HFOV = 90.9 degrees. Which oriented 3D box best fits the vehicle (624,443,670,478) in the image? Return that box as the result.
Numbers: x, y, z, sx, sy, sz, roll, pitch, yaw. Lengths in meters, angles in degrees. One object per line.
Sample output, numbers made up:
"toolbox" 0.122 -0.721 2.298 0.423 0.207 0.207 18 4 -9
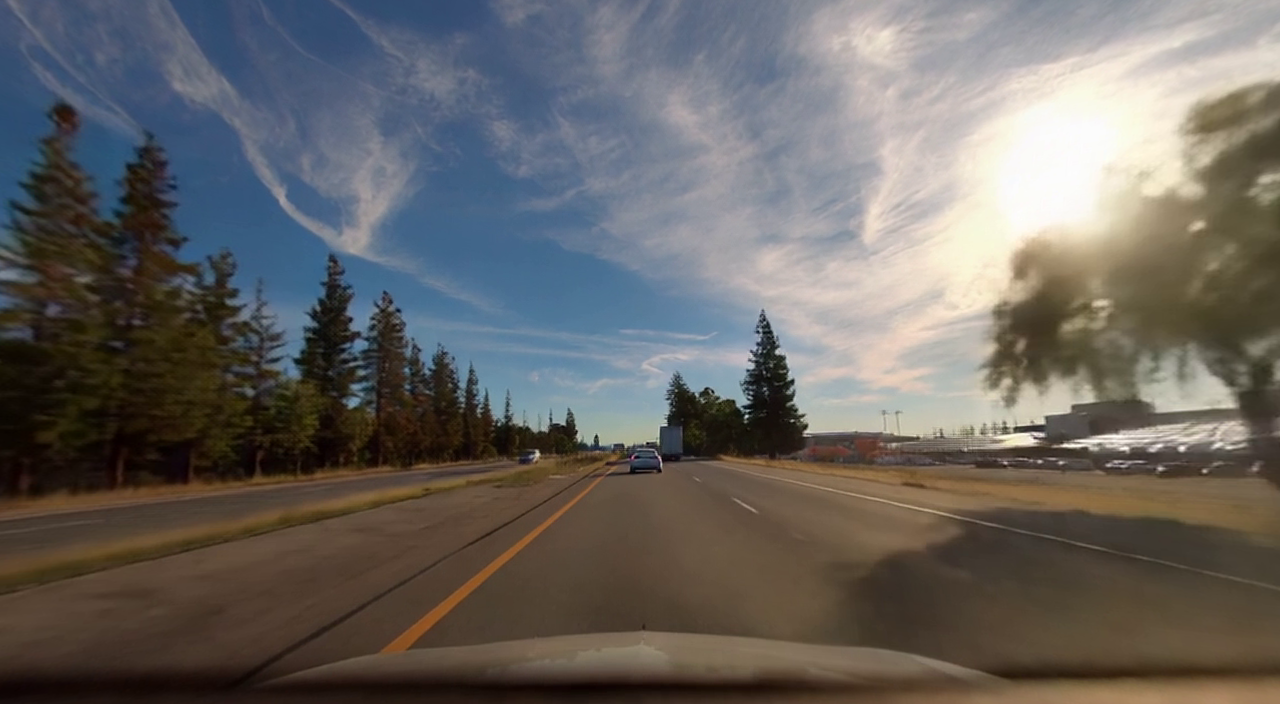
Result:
"vehicle" 0.293 5.114 30.011 2.045 1.527 4.023 0 -9 0
